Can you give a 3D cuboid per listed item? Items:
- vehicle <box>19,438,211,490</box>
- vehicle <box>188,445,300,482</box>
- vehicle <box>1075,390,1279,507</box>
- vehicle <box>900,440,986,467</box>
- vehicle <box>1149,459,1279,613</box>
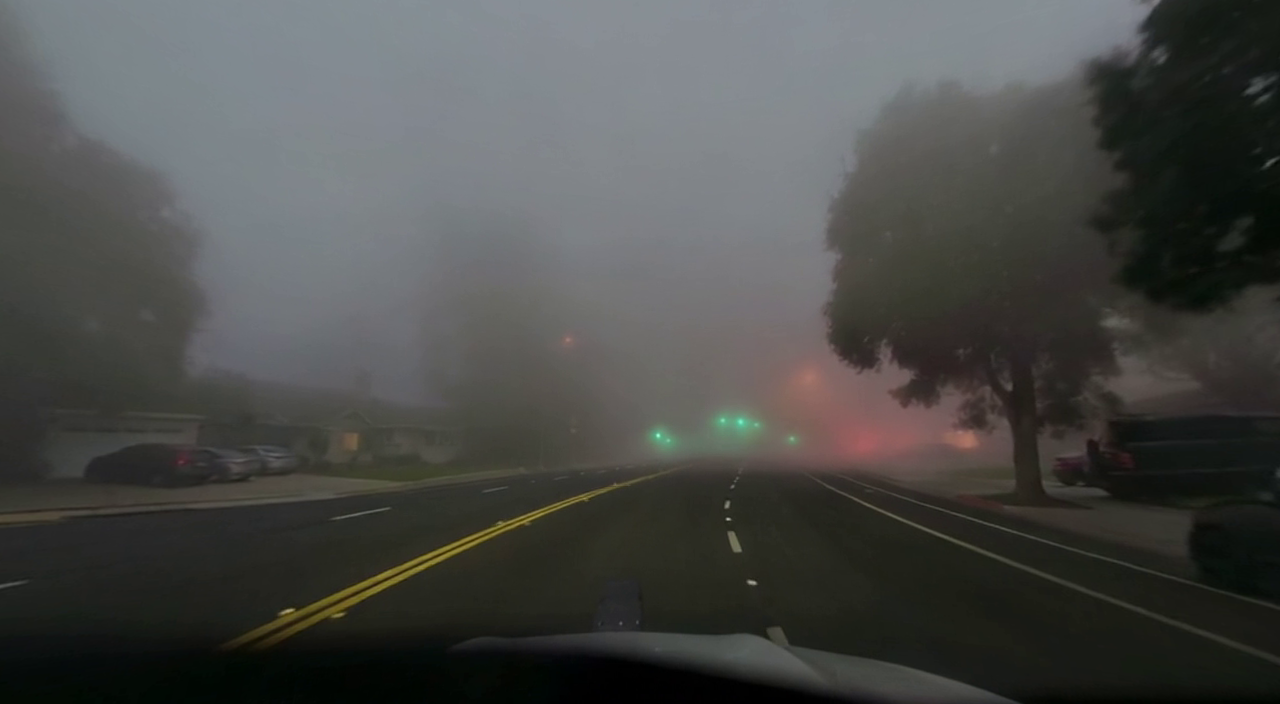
[{"bbox_3d":[-19.327,4.161,23.483,2.076,1.703,5.095,-8,-13,42],"label":"vehicle"},{"bbox_3d":[-17.793,5.005,28.618,1.786,1.500,4.021,-3,-9,15],"label":"vehicle"},{"bbox_3d":[15.197,2.565,16.832,5.083,2.829,2.600,-2,-9,10],"label":"vehicle"},{"bbox_3d":[21.041,7.081,44.098,4.854,1.803,2.179,-1,-9,5],"label":"vehicle"},{"bbox_3d":[7.445,1.813,5.701,1.999,1.518,4.609,3,-9,2],"label":"vehicle"}]
